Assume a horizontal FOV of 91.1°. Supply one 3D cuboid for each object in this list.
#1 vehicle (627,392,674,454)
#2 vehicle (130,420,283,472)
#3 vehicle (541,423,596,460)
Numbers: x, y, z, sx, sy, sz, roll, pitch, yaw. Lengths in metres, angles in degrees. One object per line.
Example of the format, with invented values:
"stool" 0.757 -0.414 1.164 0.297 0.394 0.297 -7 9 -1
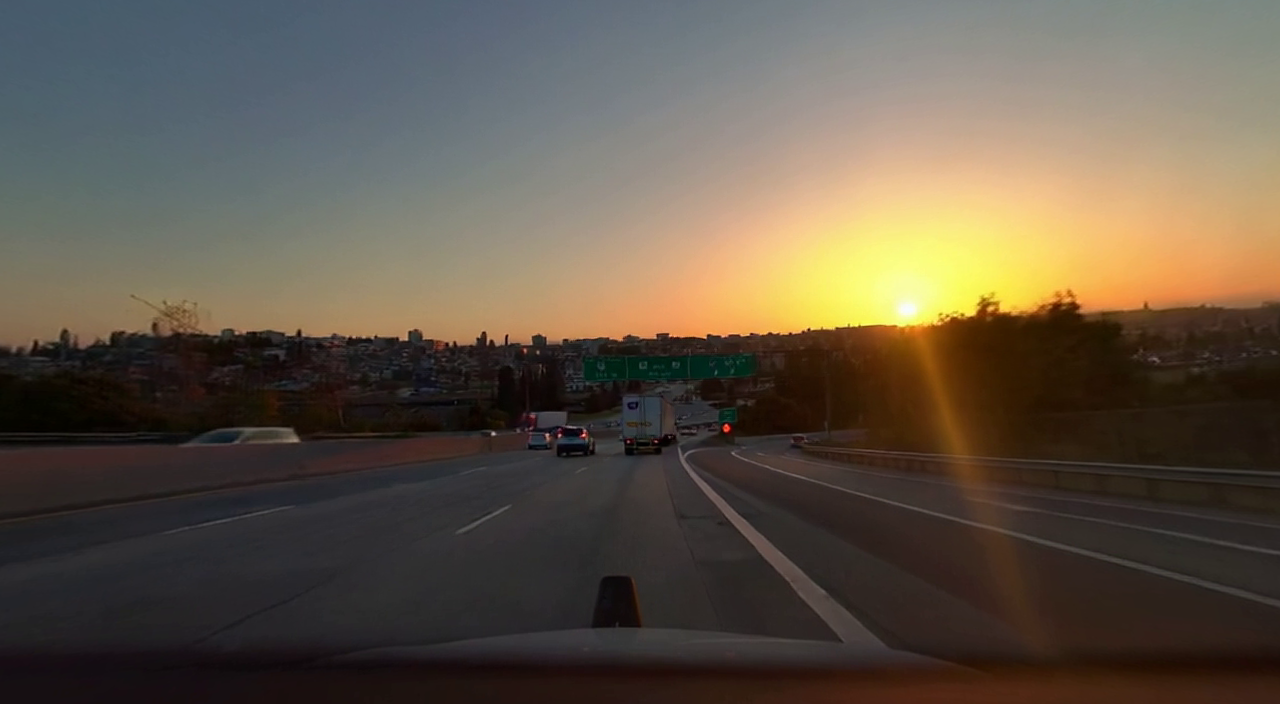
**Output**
"vehicle" 0.764 5.357 46.318 3.024 4.019 10.605 0 -8 1
"vehicle" -16.321 3.571 24.115 2.110 1.785 5.023 0 -8 2
"vehicle" -3.654 4.667 32.916 2.119 1.787 4.655 0 -8 3
